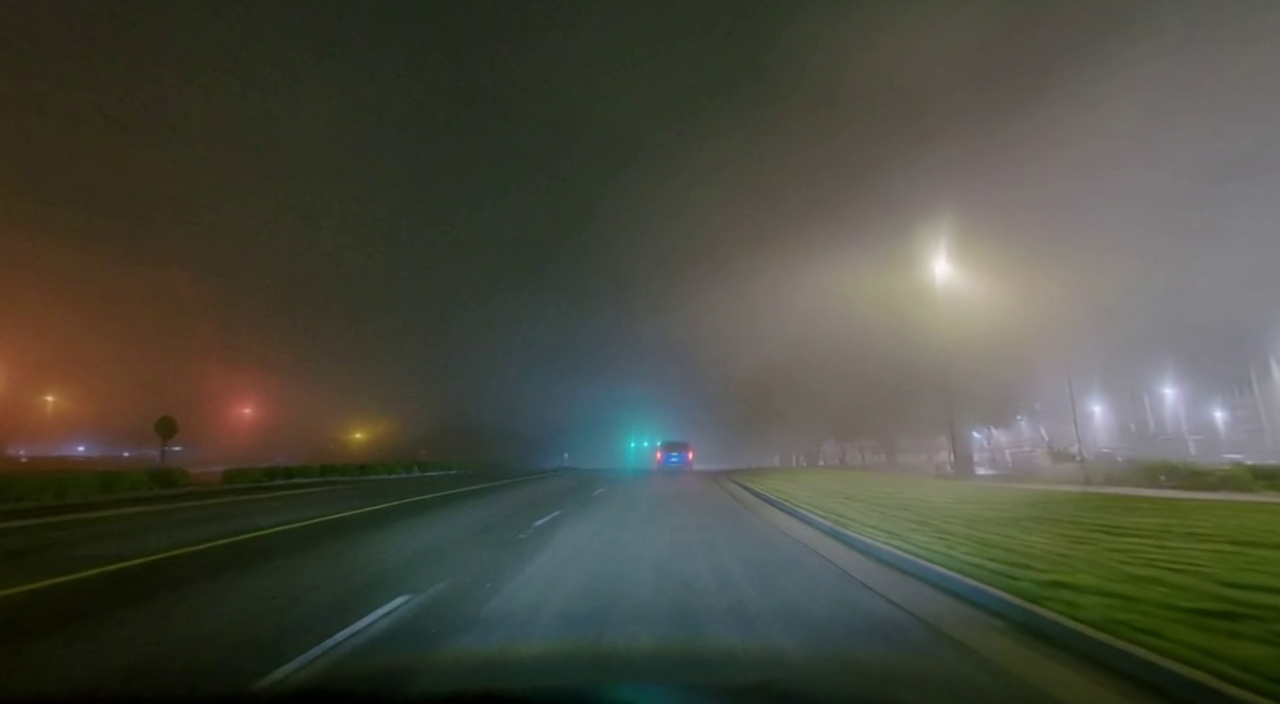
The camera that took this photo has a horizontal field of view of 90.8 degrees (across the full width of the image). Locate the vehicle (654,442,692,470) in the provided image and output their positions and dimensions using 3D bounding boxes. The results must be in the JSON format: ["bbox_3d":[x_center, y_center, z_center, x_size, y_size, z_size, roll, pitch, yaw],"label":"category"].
[{"bbox_3d":[2.339,7.124,43.503,2.370,1.781,4.440,-1,-8,6],"label":"vehicle"}]
